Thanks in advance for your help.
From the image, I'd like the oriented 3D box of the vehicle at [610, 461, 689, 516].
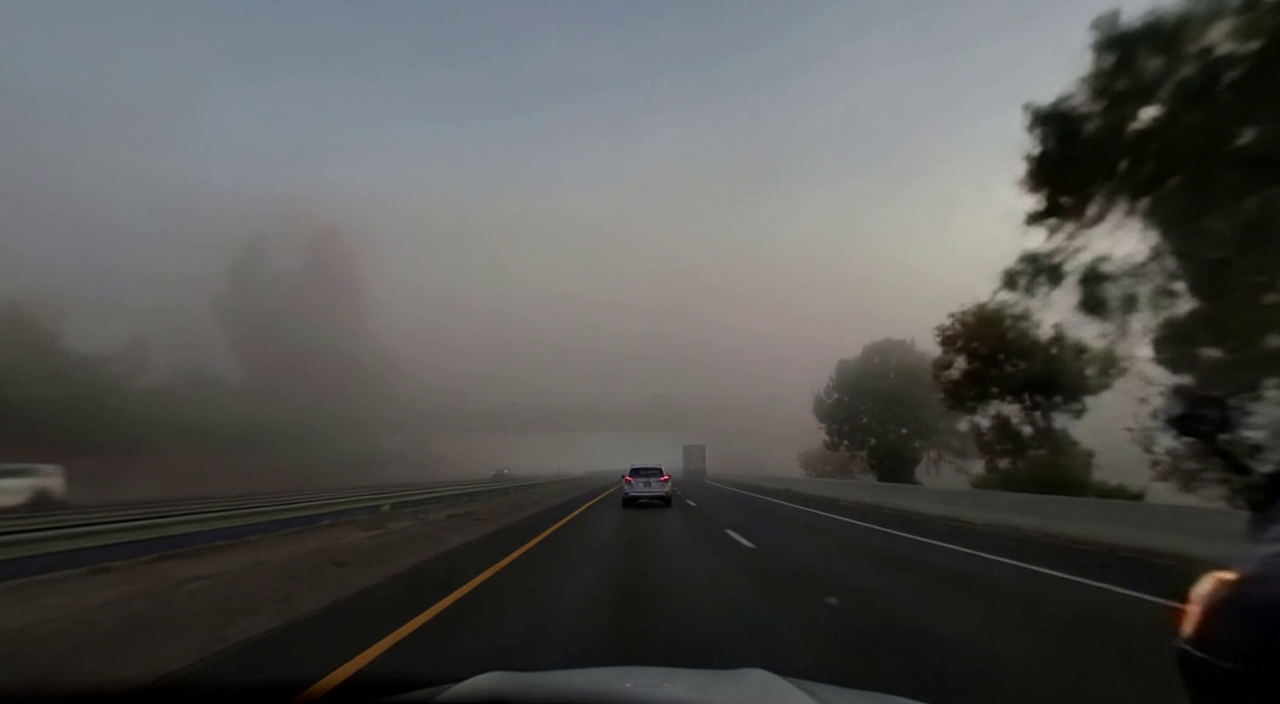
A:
[{"bbox_3d":[0.275,4.110,19.169,2.156,1.444,3.762,1,-11,0],"label":"vehicle"}]
